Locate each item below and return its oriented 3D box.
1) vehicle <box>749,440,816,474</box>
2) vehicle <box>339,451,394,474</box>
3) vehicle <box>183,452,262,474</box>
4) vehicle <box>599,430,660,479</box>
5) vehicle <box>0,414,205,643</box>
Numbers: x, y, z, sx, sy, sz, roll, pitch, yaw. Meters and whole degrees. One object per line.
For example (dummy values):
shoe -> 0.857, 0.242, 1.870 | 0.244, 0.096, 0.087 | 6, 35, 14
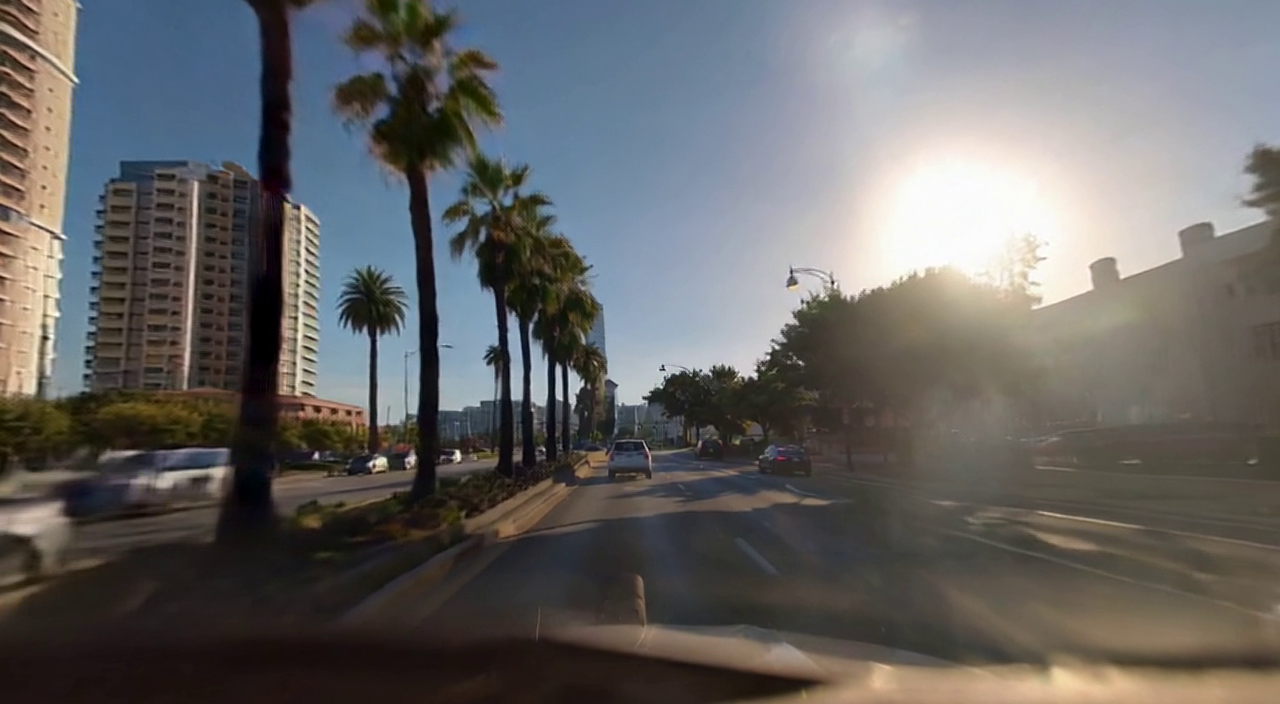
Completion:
vehicle -> 6.659, 4.944, 29.949 | 1.975, 1.483, 4.769 | 0, -8, -1
vehicle -> -19.528, 7.906, 45.130 | 1.920, 1.505, 4.351 | 0, -8, 2
vehicle -> -30.186, 8.019, 45.610 | 4.400, 1.474, 1.732 | 0, -9, -1
vehicle -> -0.426, 4.195, 25.965 | 2.277, 1.816, 4.192 | 0, -8, -1
vehicle -> -5.236, 1.189, 3.951 | 2.028, 1.489, 4.386 | -3, -8, -2
